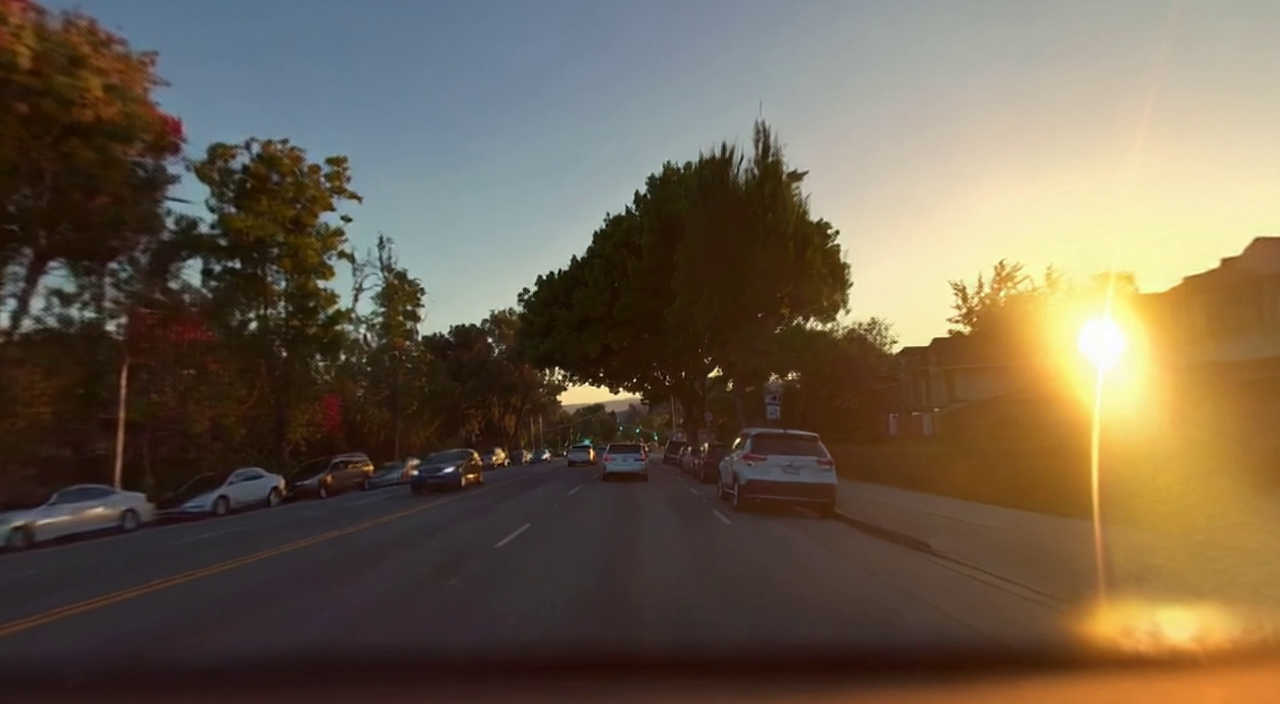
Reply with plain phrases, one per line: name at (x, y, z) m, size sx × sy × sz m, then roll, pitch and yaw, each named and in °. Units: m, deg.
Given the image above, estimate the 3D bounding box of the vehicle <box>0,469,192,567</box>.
vehicle at (-12.409, 3.436, 13.468) m, size 2.050 × 1.518 × 5.115 m, roll -3°, pitch -8°, yaw 0°

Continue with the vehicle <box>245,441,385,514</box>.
vehicle at (-12.277, 4.684, 24.509) m, size 2.249 × 2.093 × 6.297 m, roll -8°, pitch -7°, yaw -3°

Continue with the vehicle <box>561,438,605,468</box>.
vehicle at (-3.095, 5.634, 35.387) m, size 2.117 × 1.528 × 4.277 m, roll 0°, pitch -8°, yaw -1°

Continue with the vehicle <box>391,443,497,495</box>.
vehicle at (-6.442, 3.856, 21.405) m, size 1.998 × 1.518 × 4.817 m, roll -1°, pitch -8°, yaw 1°

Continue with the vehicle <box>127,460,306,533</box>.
vehicle at (-12.112, 4.112, 18.610) m, size 2.047 × 1.497 × 4.949 m, roll -4°, pitch -8°, yaw -2°

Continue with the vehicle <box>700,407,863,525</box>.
vehicle at (2.492, 2.167, 12.529) m, size 2.119 × 1.884 × 4.567 m, roll 0°, pitch -8°, yaw 0°

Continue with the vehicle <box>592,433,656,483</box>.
vehicle at (-0.543, 3.710, 22.411) m, size 2.041 × 1.575 × 4.304 m, roll 0°, pitch -8°, yaw -1°
